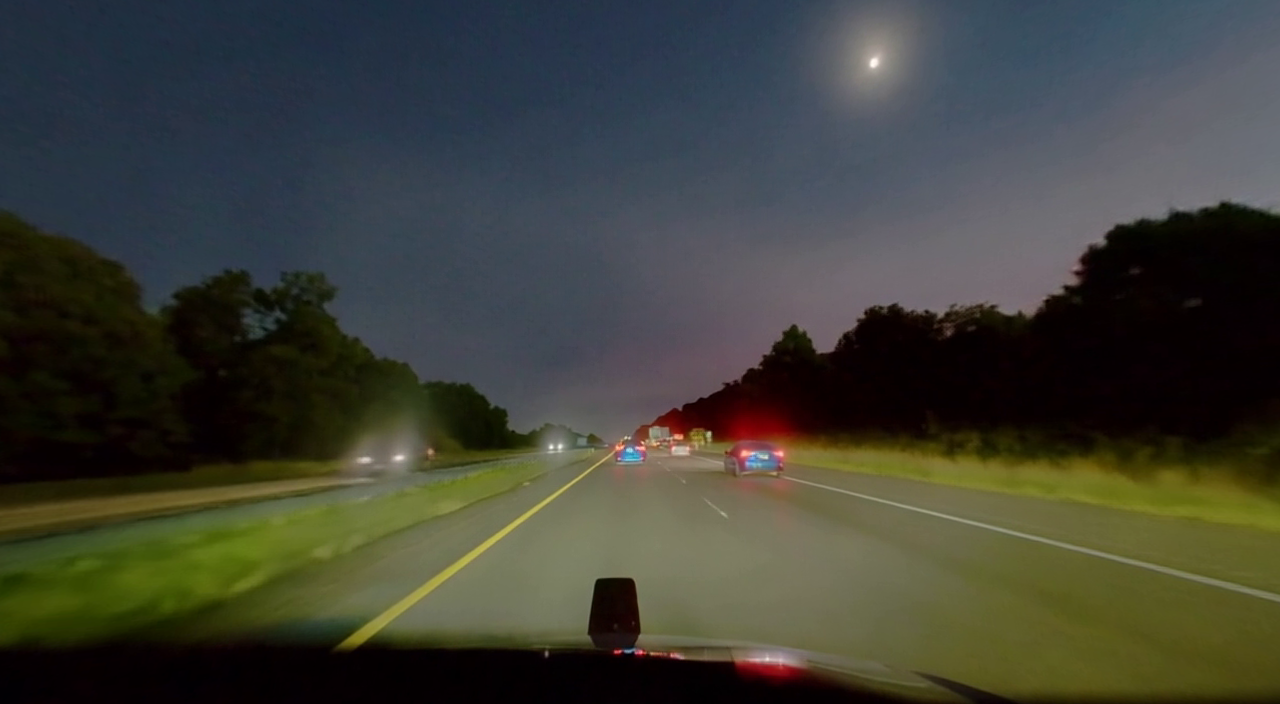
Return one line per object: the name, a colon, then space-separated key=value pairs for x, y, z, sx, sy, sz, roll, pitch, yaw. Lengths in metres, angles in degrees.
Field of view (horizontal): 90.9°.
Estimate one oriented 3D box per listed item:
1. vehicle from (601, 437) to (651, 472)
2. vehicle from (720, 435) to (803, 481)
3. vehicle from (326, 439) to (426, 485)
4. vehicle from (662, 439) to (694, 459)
vehicle: x=-0.636 y=4.657 z=28.916 sx=2.143 sy=1.466 sz=3.693 roll=0 pitch=-8 yaw=-1
vehicle: x=4.398 y=3.879 z=23.508 sx=2.066 sy=1.526 sz=4.216 roll=0 pitch=-8 yaw=-3
vehicle: x=-9.306 y=3.876 z=22.631 sx=1.895 sy=1.453 sz=4.000 roll=0 pitch=-8 yaw=-1
vehicle: x=2.863 y=7.385 z=48.239 sx=2.004 sy=1.469 sz=4.472 roll=0 pitch=-8 yaw=-2
